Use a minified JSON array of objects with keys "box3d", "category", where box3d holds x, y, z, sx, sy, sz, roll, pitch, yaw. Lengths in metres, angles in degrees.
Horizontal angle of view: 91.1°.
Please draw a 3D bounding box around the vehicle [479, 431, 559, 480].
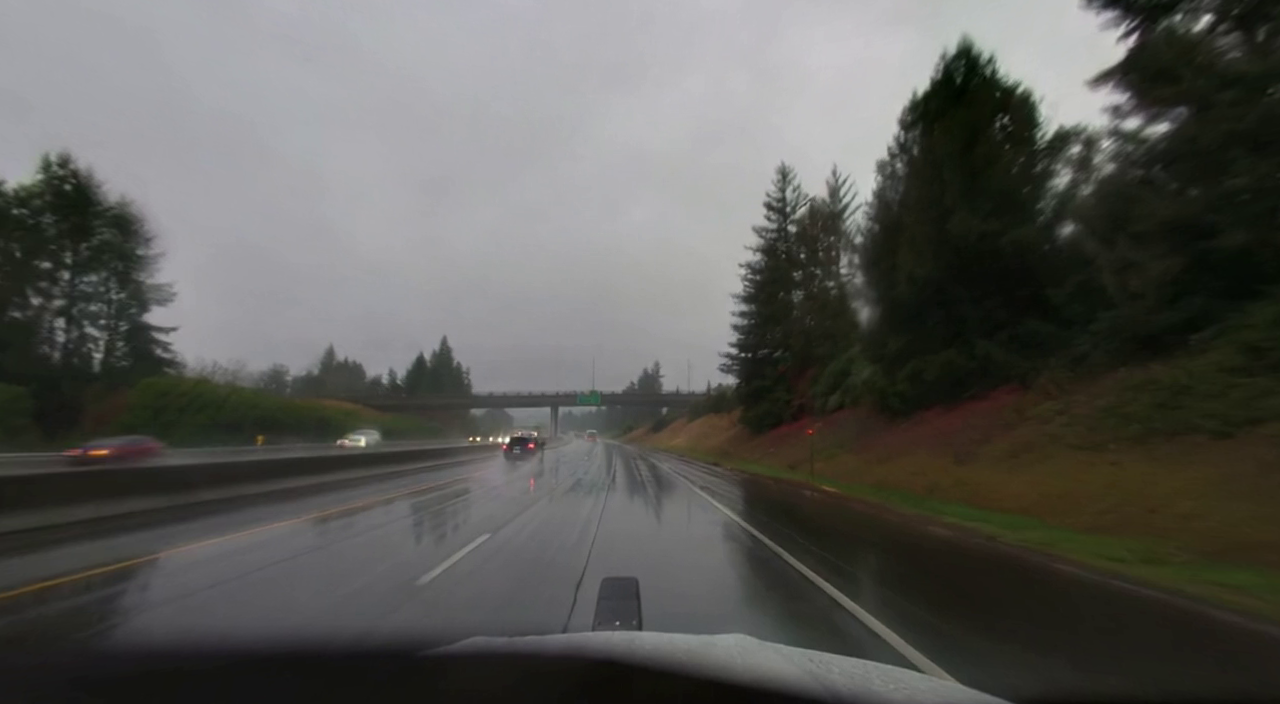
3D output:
[{"box3d":[-4.103,3.561,22.026,2.005,1.509,4.260,0,-8,-1],"category":"vehicle"}]
